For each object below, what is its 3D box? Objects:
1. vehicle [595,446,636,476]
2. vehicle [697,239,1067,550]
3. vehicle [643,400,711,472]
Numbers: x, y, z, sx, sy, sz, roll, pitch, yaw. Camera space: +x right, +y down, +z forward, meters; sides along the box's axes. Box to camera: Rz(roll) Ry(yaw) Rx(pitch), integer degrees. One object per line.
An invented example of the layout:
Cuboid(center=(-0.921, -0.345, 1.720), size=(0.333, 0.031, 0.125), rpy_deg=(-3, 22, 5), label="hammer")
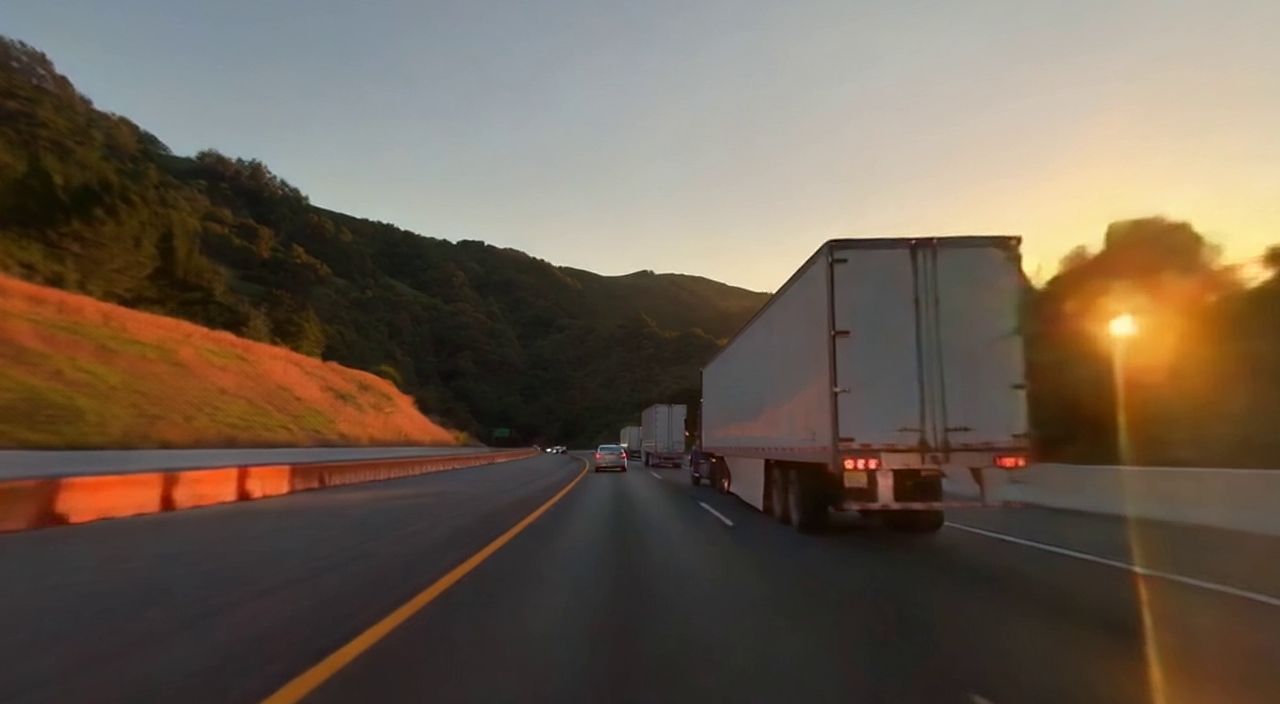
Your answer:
Cuboid(center=(-1.287, 5.610, 32.544), size=(2.029, 1.437, 3.794), rpy_deg=(0, -9, -3), label="vehicle")
Cuboid(center=(3.780, 1.617, 15.571), size=(2.911, 4.099, 14.578), rpy_deg=(0, -9, -2), label="vehicle")
Cuboid(center=(2.110, 5.872, 42.885), size=(2.826, 4.050, 13.845), rpy_deg=(1, -9, -4), label="vehicle")
